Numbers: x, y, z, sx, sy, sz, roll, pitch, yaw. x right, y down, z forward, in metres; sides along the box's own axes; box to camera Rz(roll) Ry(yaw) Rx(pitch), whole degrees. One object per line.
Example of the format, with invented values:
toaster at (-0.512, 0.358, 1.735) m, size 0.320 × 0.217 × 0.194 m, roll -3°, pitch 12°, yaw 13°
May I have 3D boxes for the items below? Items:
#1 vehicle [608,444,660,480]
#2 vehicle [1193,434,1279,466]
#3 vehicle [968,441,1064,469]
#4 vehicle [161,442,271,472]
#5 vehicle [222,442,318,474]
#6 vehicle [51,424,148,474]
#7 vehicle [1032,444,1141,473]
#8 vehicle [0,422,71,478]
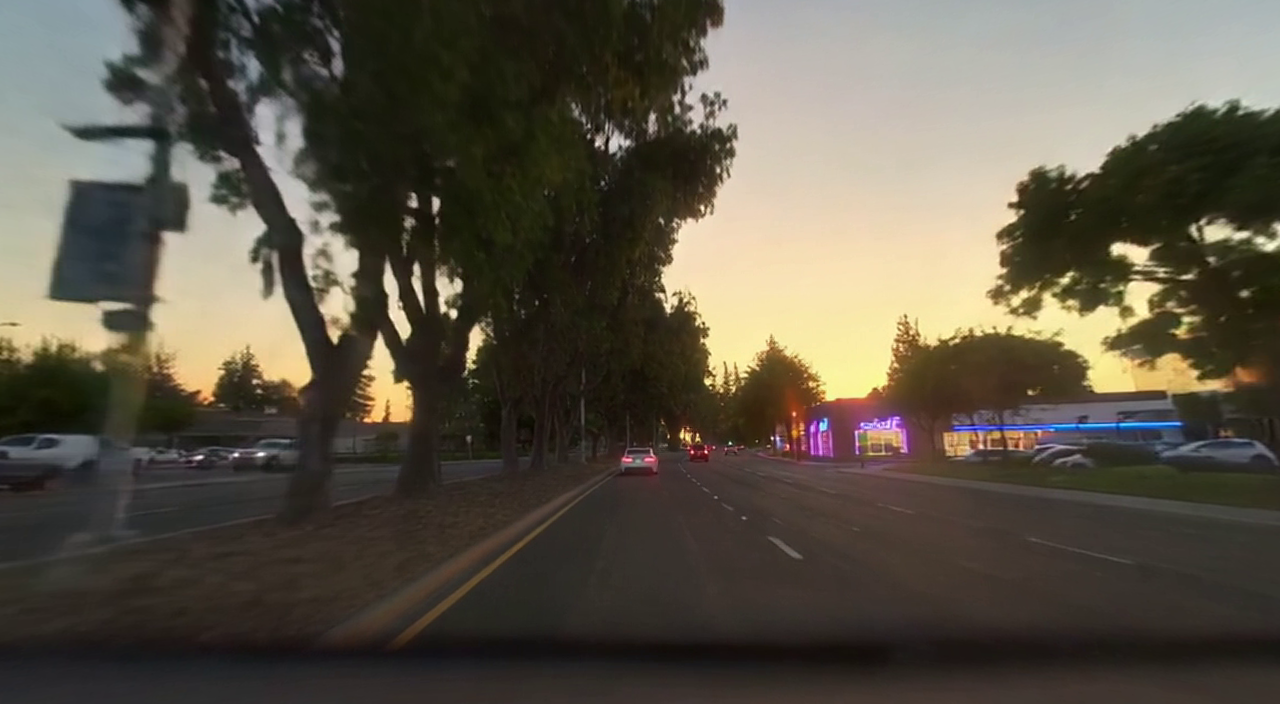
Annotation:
vehicle at (-0.180, 4.750, 27.585) m, size 2.095 × 1.456 × 3.873 m, roll 0°, pitch -8°, yaw 2°
vehicle at (34.534, 5.576, 35.759) m, size 4.366 × 1.723 × 1.944 m, roll -1°, pitch -10°, yaw 3°
vehicle at (21.360, 5.843, 35.981) m, size 4.197 × 1.505 × 1.915 m, roll 0°, pitch -8°, yaw 1°
vehicle at (-31.282, 7.759, 46.897) m, size 2.154 × 2.021 × 6.409 m, roll -5°, pitch -10°, yaw 28°
vehicle at (-24.121, 6.855, 41.266) m, size 5.104 × 1.947 × 2.106 m, roll 6°, pitch -10°, yaw -36°
vehicle at (-30.400, 5.526, 35.491) m, size 5.689 × 2.583 × 2.285 m, roll -7°, pitch -12°, yaw 32°
vehicle at (21.441, 5.118, 30.437) m, size 3.811 × 1.355 × 1.823 m, roll 0°, pitch -9°, yaw 0°
vehicle at (-32.130, 5.148, 32.755) m, size 5.926 × 2.638 × 2.413 m, roll -8°, pitch -12°, yaw 35°
